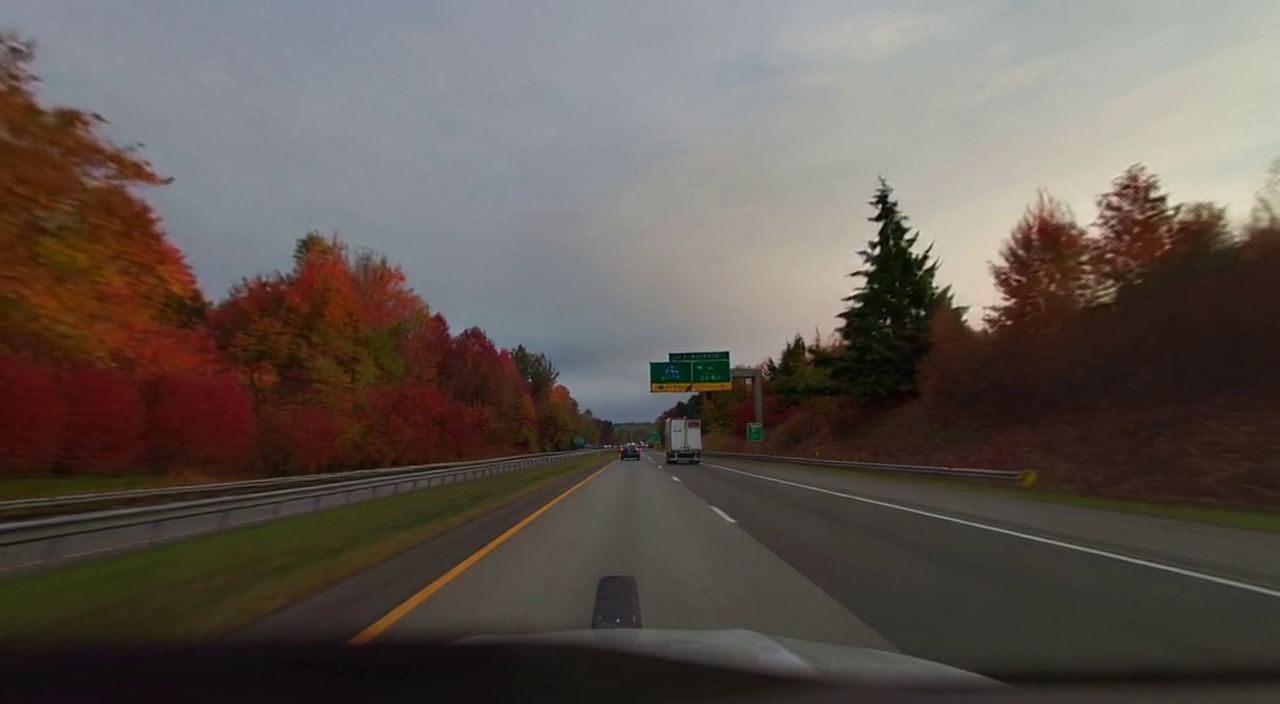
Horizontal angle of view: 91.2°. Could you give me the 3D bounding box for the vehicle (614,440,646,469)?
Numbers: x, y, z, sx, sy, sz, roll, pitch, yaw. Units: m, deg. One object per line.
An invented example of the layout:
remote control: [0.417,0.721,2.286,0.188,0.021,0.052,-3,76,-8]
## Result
vehicle: [-0.682,7.129,43.754,2.156,1.886,4.334,0,-9,0]
